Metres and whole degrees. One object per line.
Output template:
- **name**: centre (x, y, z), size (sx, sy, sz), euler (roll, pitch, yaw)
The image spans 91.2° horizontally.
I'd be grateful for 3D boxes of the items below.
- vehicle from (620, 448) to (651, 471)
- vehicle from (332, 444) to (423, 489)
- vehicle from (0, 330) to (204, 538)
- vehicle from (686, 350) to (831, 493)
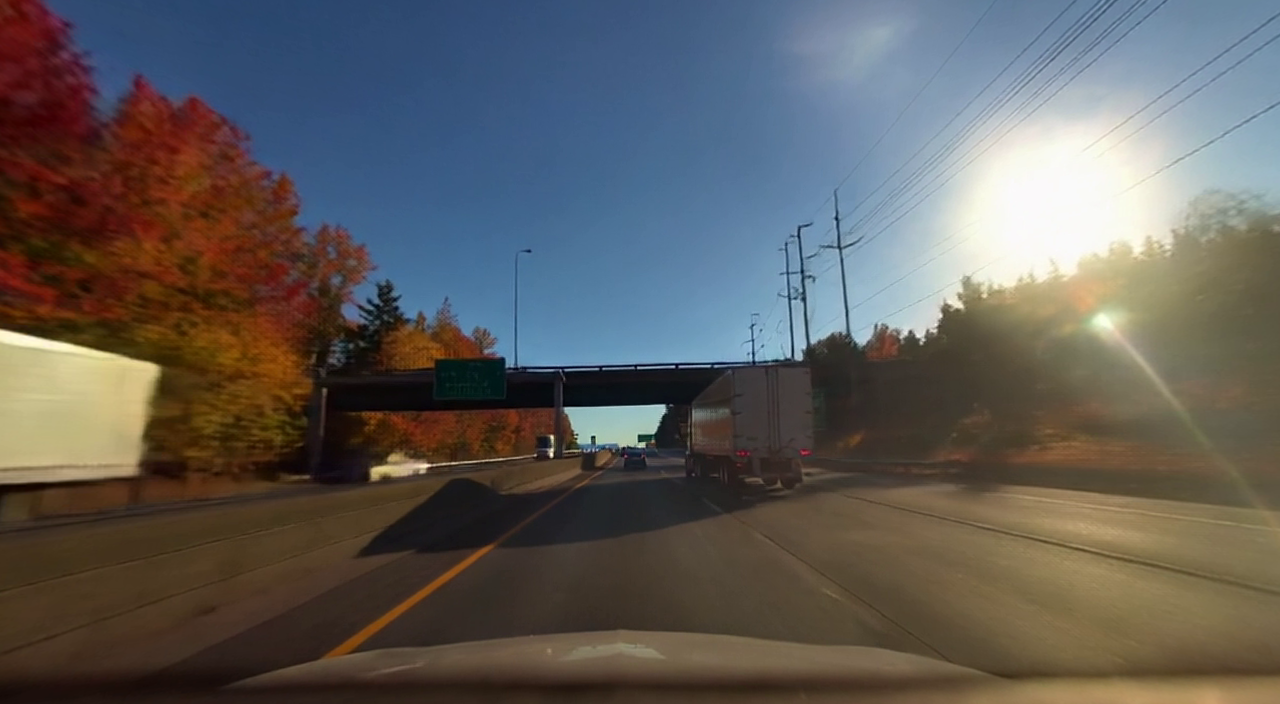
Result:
- **vehicle**: centre (-0.328, 7.208, 42.211), size (1.961, 1.454, 3.755), euler (0, -9, -1)
- **vehicle**: centre (-9.699, 4.251, 23.490), size (1.800, 1.490, 3.879), euler (0, -9, -1)
- **vehicle**: centre (-13.913, 1.447, 11.162), size (2.929, 3.987, 13.304), euler (0, -9, -1)
- **vehicle**: centre (4.069, 3.184, 26.058), size (2.956, 4.281, 14.327), euler (0, -9, -1)
